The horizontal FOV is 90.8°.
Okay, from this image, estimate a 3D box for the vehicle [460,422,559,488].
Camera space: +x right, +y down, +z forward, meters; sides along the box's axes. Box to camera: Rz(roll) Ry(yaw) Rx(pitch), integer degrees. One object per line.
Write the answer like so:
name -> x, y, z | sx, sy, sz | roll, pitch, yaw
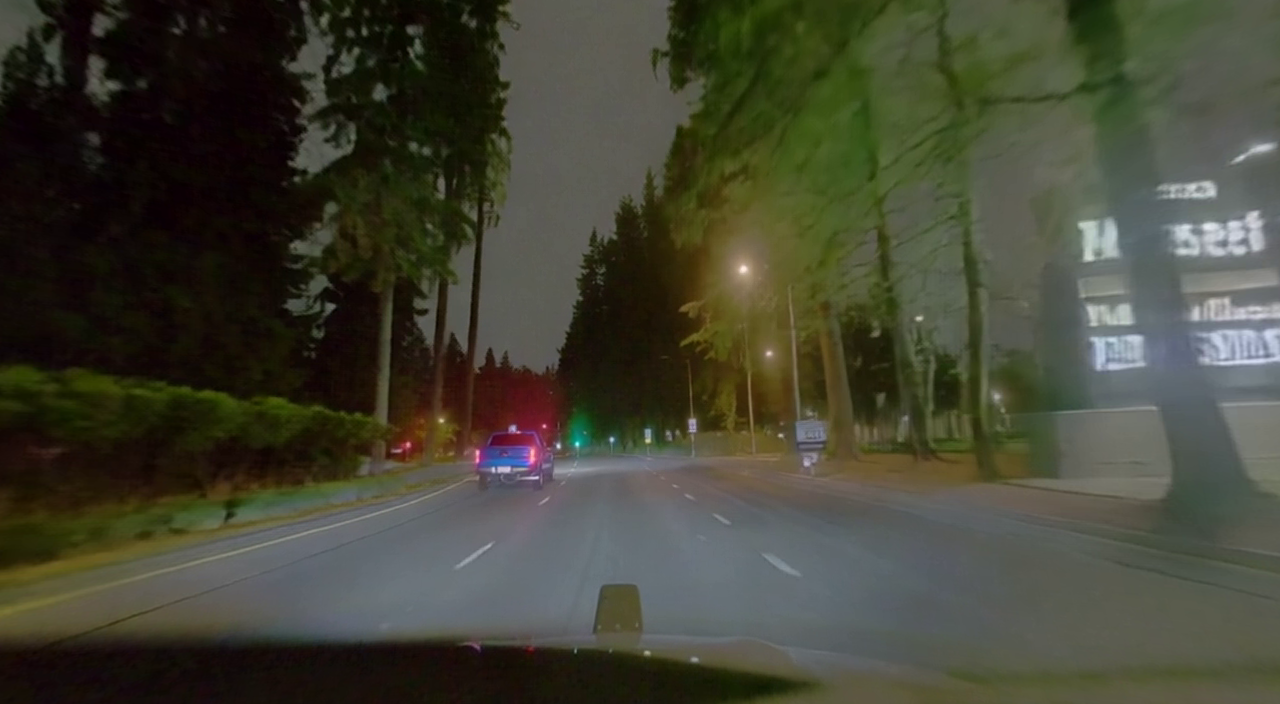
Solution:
vehicle -> -4.178, 3.449, 21.460 | 2.267, 1.849, 6.402 | 0, -9, -3
